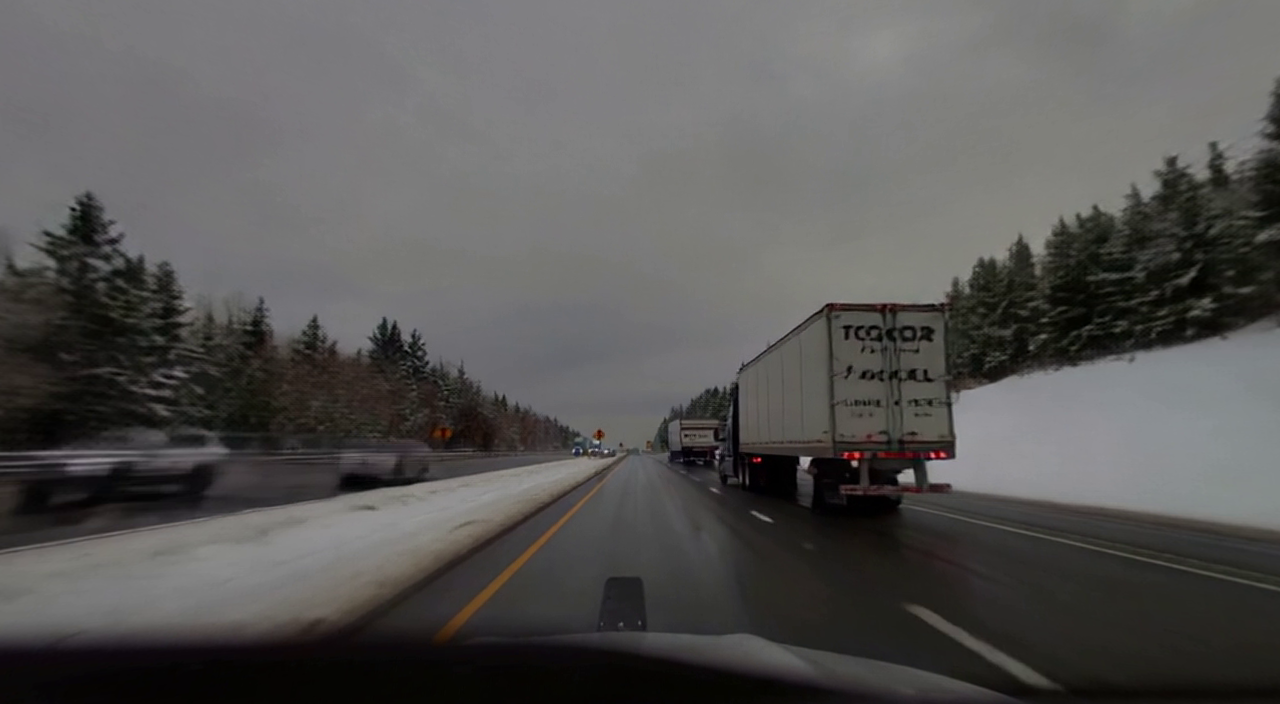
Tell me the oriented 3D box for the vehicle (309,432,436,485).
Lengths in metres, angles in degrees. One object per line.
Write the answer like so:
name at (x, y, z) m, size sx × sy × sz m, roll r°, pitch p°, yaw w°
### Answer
vehicle at (-8.008, 3.250, 19.371) m, size 2.029 × 1.440 × 4.247 m, roll 0°, pitch -9°, yaw 0°

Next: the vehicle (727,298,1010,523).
vehicle at (5.090, 2.109, 18.569) m, size 2.929 × 4.093 × 14.258 m, roll 0°, pitch -9°, yaw 0°

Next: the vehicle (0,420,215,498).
vehicle at (-11.466, 2.298, 13.700) m, size 1.794 × 1.456 × 3.754 m, roll 0°, pitch -9°, yaw 0°
